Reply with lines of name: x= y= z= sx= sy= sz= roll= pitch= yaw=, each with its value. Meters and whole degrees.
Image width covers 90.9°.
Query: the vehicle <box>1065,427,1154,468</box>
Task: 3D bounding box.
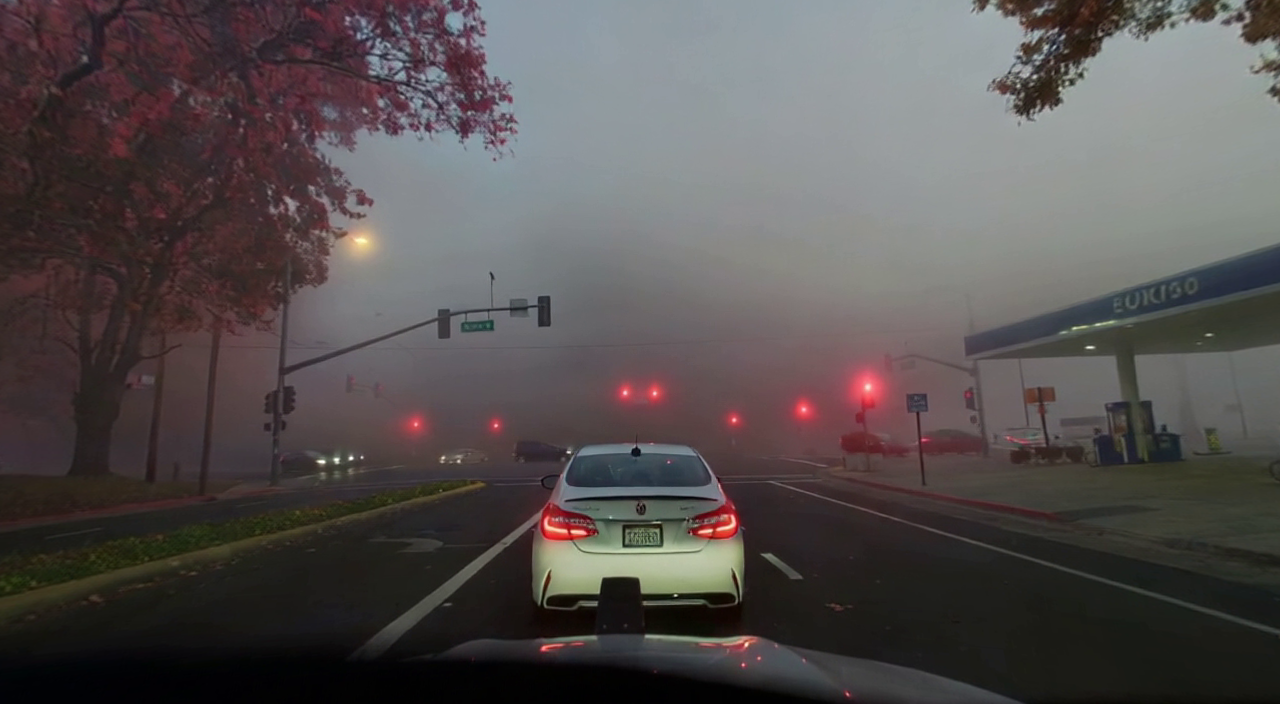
vehicle: x=18.577 y=3.756 z=24.885 sx=4.091 sy=1.495 sz=2.053 roll=8 pitch=-12 yaw=-44

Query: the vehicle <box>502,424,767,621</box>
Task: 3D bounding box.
vehicle: x=-0.043 y=1.600 z=6.901 sx=2.010 sy=1.482 sz=4.057 roll=0 pitch=-8 yaw=0

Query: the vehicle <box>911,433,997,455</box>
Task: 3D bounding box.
vehicle: x=21.553 y=6.365 z=43.405 sx=4.813 sy=1.455 sz=1.889 roll=-1 pitch=-8 yaw=3
